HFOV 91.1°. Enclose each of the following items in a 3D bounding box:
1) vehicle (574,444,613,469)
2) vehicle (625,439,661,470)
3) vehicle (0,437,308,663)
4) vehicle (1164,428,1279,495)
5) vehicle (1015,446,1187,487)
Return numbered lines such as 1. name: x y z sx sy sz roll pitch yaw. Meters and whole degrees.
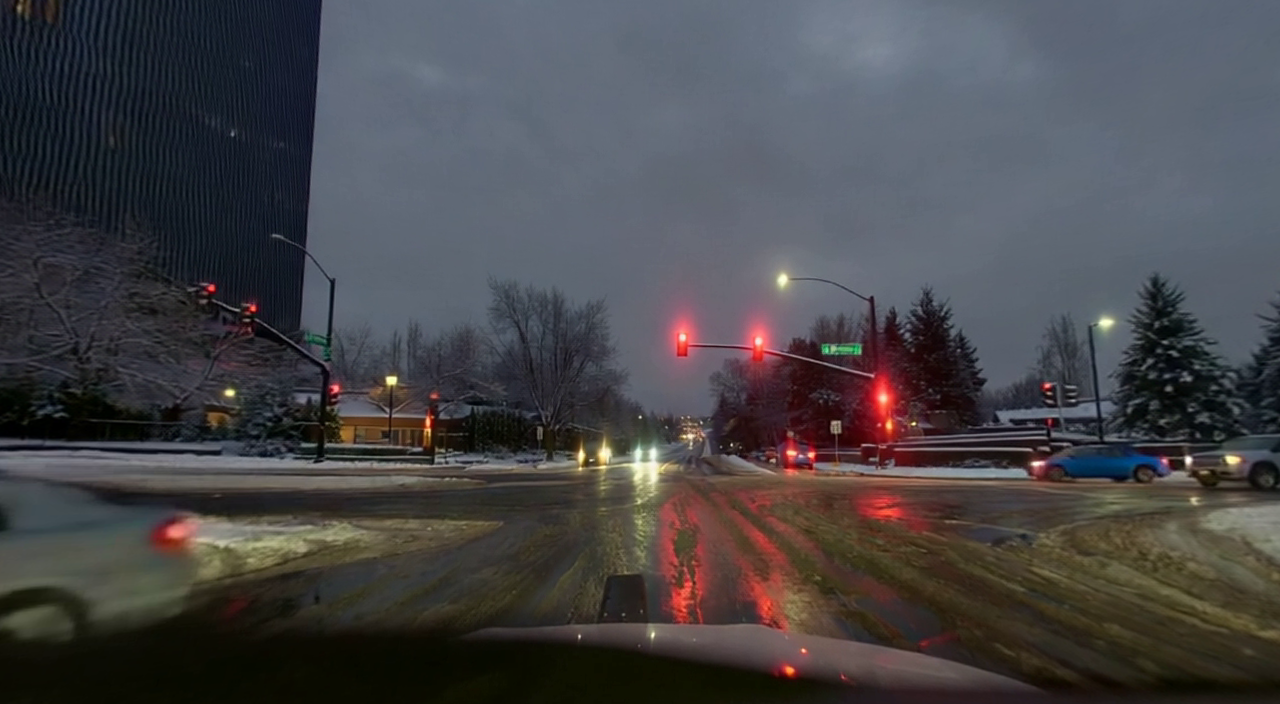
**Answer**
1. vehicle: -2.950 6.781 40.870 2.068 1.486 4.664 0 -9 2
2. vehicle: 0.219 6.201 38.185 2.018 1.699 4.751 0 -9 1
3. vehicle: -5.201 1.380 4.568 1.924 1.491 4.802 -3 -9 20
4. vehicle: 20.607 3.412 19.832 5.832 1.949 2.444 0 -9 0
5. vehicle: 17.619 4.379 24.218 4.896 1.503 1.971 -1 -9 6
